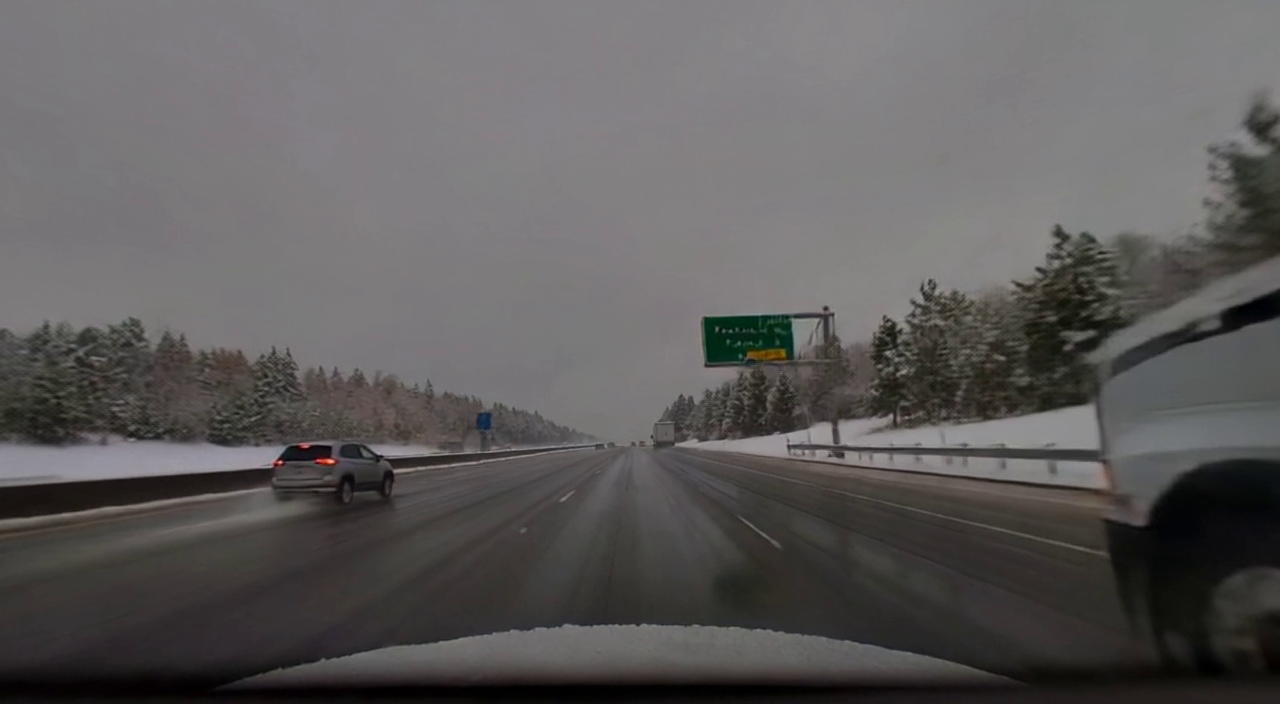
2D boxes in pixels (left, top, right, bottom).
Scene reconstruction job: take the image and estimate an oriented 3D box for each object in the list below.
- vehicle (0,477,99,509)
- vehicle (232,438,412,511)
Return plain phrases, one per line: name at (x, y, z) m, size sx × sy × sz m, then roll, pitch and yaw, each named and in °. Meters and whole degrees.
vehicle at (-35.053, 8.277, 37.273) m, size 1.951 × 1.523 × 4.625 m, roll 0°, pitch -9°, yaw 2°
vehicle at (-7.392, 2.872, 15.345) m, size 2.033 × 1.494 × 4.508 m, roll 0°, pitch -9°, yaw 0°
